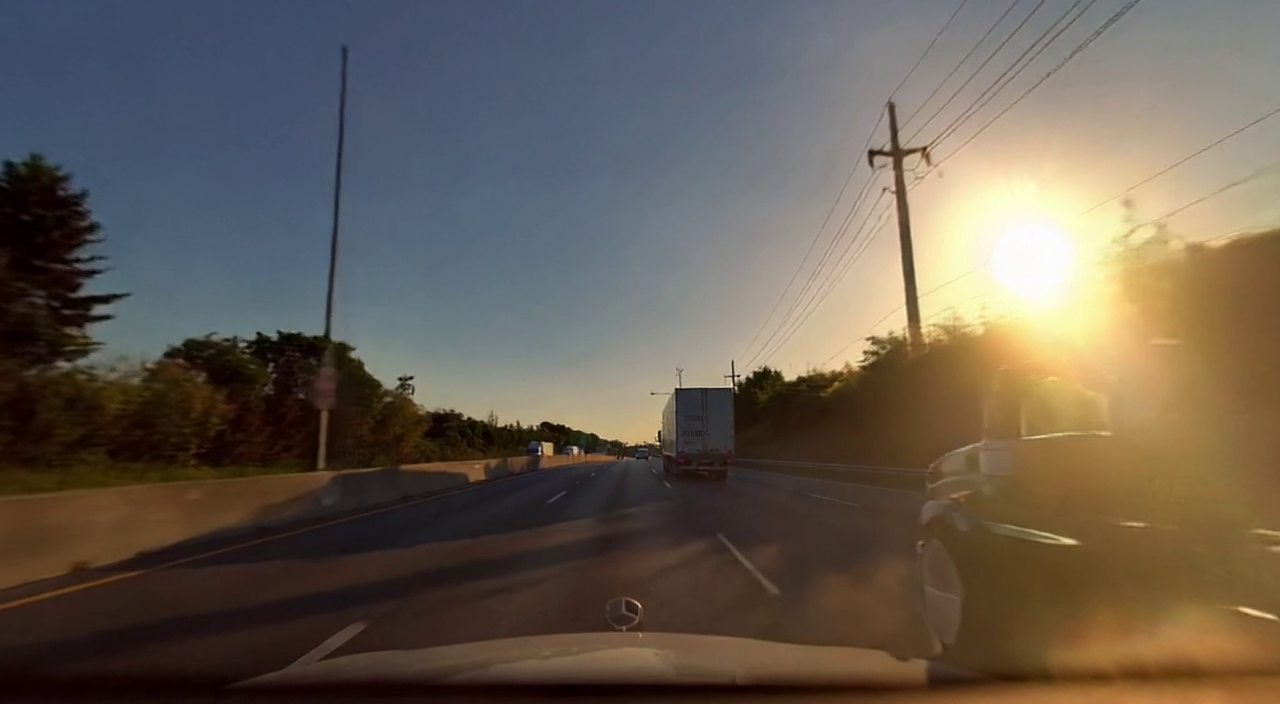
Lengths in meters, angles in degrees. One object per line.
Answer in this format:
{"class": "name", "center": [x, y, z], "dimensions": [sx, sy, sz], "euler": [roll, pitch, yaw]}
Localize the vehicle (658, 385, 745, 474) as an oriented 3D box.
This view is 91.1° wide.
{"class": "vehicle", "center": [3.058, 4.877, 37.389], "dimensions": [3.202, 4.046, 17.146], "euler": [0, -9, -1]}
